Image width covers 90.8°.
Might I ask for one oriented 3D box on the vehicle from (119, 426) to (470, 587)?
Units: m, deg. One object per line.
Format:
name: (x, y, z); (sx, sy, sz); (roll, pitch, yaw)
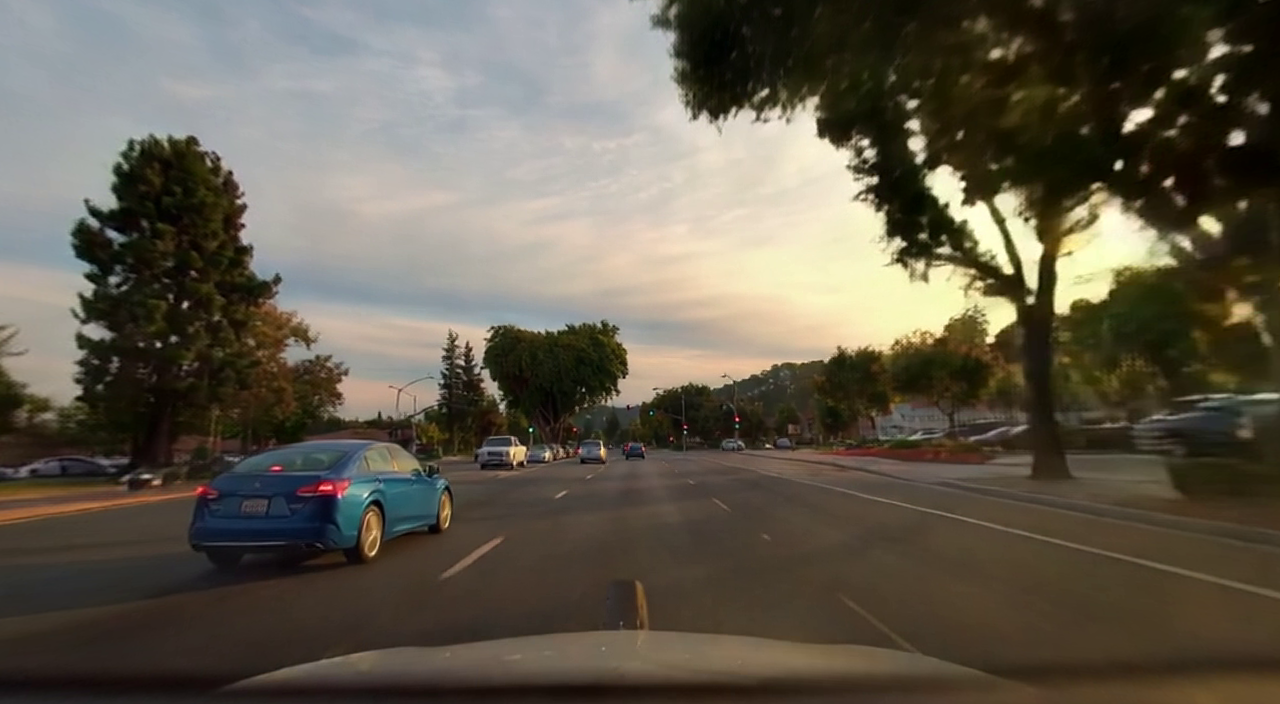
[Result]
vehicle: (-3.705, 1.724, 7.927); (1.905, 1.418, 4.396); (1, -9, 0)

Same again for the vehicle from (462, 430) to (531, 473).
vehicle: (-7.449, 5.285, 33.628); (2.274, 2.040, 6.031); (1, -9, 0)

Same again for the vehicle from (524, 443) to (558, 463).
vehicle: (-7.769, 7.993, 49.977); (1.920, 1.456, 4.534); (0, -9, 0)

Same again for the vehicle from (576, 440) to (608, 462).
vehicle: (-3.591, 7.521, 48.085); (2.103, 1.592, 4.160); (0, -9, 1)
